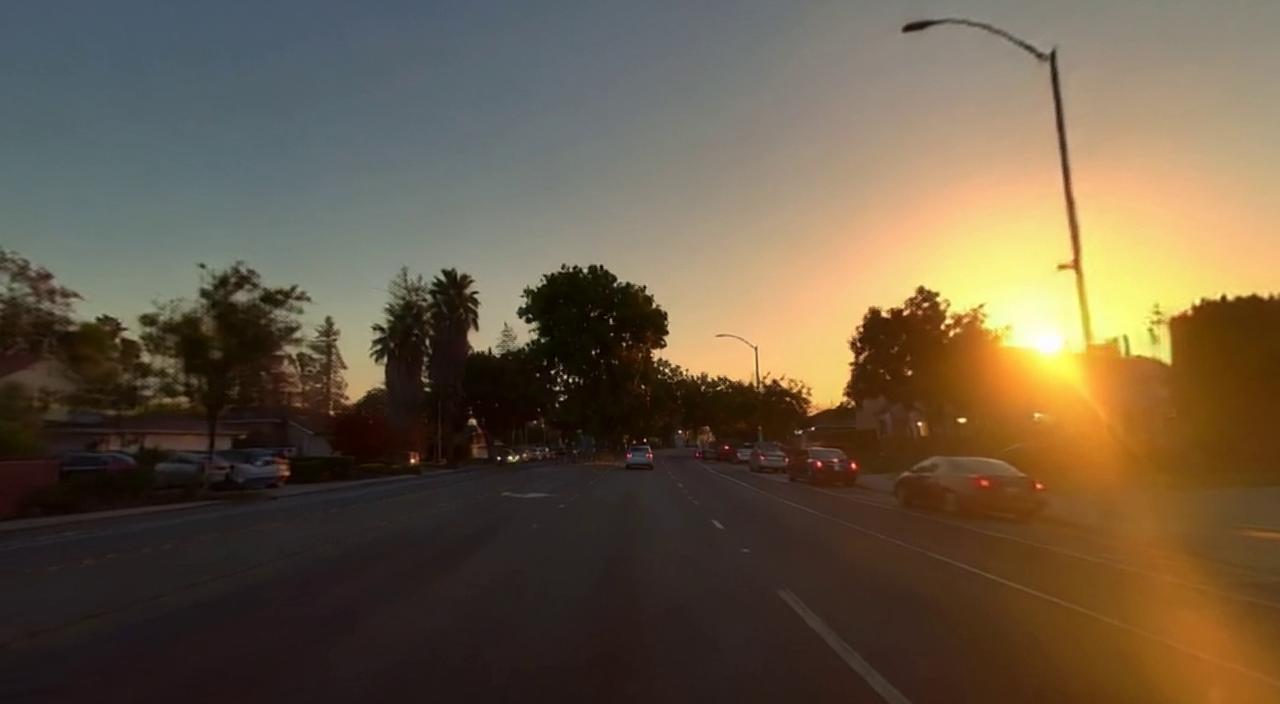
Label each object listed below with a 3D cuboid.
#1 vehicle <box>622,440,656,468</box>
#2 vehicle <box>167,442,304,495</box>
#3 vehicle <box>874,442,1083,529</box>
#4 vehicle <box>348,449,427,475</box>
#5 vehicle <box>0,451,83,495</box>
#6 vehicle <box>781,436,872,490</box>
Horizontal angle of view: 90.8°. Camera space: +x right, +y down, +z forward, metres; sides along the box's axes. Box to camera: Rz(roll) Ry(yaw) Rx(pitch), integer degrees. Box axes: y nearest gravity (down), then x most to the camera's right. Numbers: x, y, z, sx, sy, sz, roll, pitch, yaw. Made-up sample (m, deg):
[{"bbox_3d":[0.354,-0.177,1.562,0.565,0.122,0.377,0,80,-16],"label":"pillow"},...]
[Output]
[{"bbox_3d":[-0.103,7.122,44.311,2.248,1.833,4.798,0,-8,-1],"label":"vehicle"},{"bbox_3d":[-16.782,4.810,26.639,2.185,1.993,5.054,-1,-8,4],"label":"vehicle"},{"bbox_3d":[6.841,2.697,13.534,1.947,1.505,4.759,-1,-8,2],"label":"vehicle"},{"bbox_3d":[-17.720,7.696,44.408,4.683,1.686,1.950,-1,-8,2],"label":"vehicle"},{"bbox_3d":[-25.890,5.145,26.822,1.914,1.662,3.657,0,-11,-18],"label":"vehicle"},{"bbox_3d":[6.993,4.191,24.383,2.035,1.822,5.449,-1,-8,2],"label":"vehicle"}]
